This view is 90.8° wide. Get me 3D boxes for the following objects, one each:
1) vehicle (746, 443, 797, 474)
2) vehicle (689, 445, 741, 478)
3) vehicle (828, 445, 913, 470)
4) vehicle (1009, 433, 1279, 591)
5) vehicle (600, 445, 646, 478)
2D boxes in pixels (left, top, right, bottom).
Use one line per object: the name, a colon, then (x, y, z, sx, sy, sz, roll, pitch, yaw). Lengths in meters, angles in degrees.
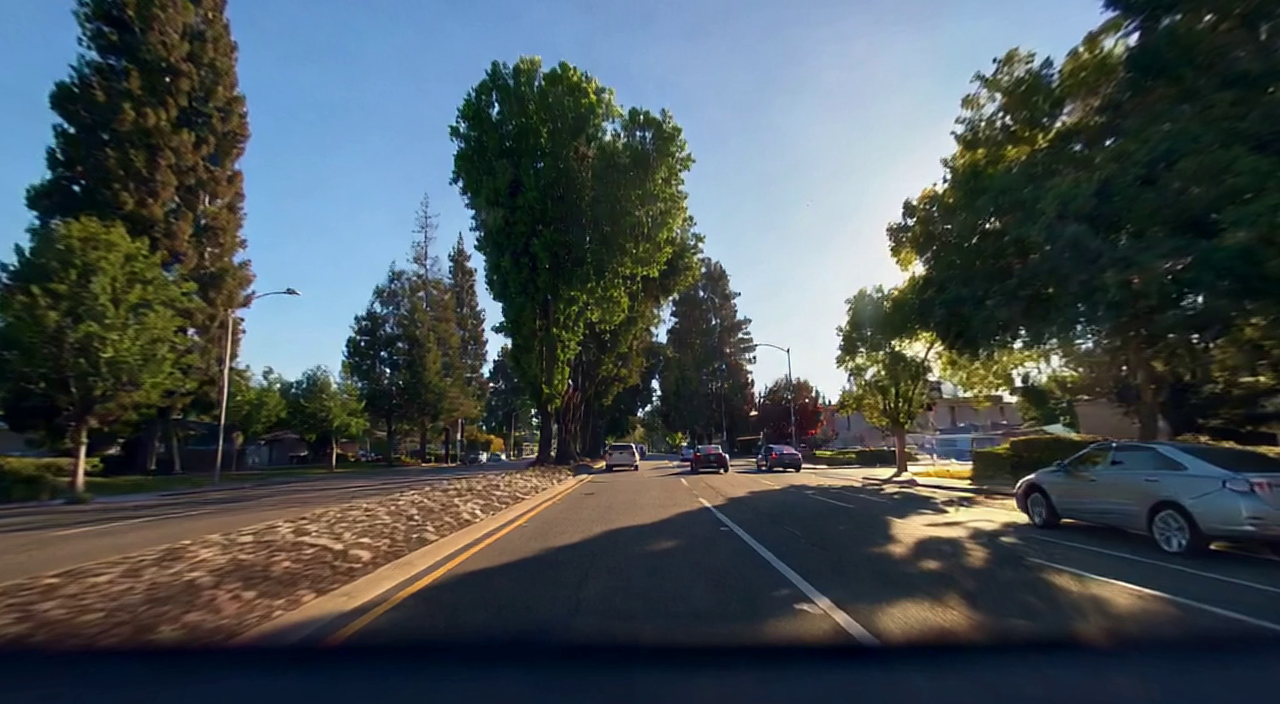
vehicle: (7.537, 6.156, 36.675, 1.945, 1.687, 4.292, 0, -8, -1)
vehicle: (3.542, 5.250, 30.512, 2.020, 1.472, 3.958, 0, -8, 0)
vehicle: (14.248, 6.556, 39.279, 4.541, 1.487, 1.886, -1, -8, 4)
vehicle: (7.096, 1.836, 8.051, 1.888, 1.508, 4.646, 0, -8, -1)
vehicle: (-0.751, 5.243, 30.608, 2.077, 1.477, 3.897, 0, -8, 0)
